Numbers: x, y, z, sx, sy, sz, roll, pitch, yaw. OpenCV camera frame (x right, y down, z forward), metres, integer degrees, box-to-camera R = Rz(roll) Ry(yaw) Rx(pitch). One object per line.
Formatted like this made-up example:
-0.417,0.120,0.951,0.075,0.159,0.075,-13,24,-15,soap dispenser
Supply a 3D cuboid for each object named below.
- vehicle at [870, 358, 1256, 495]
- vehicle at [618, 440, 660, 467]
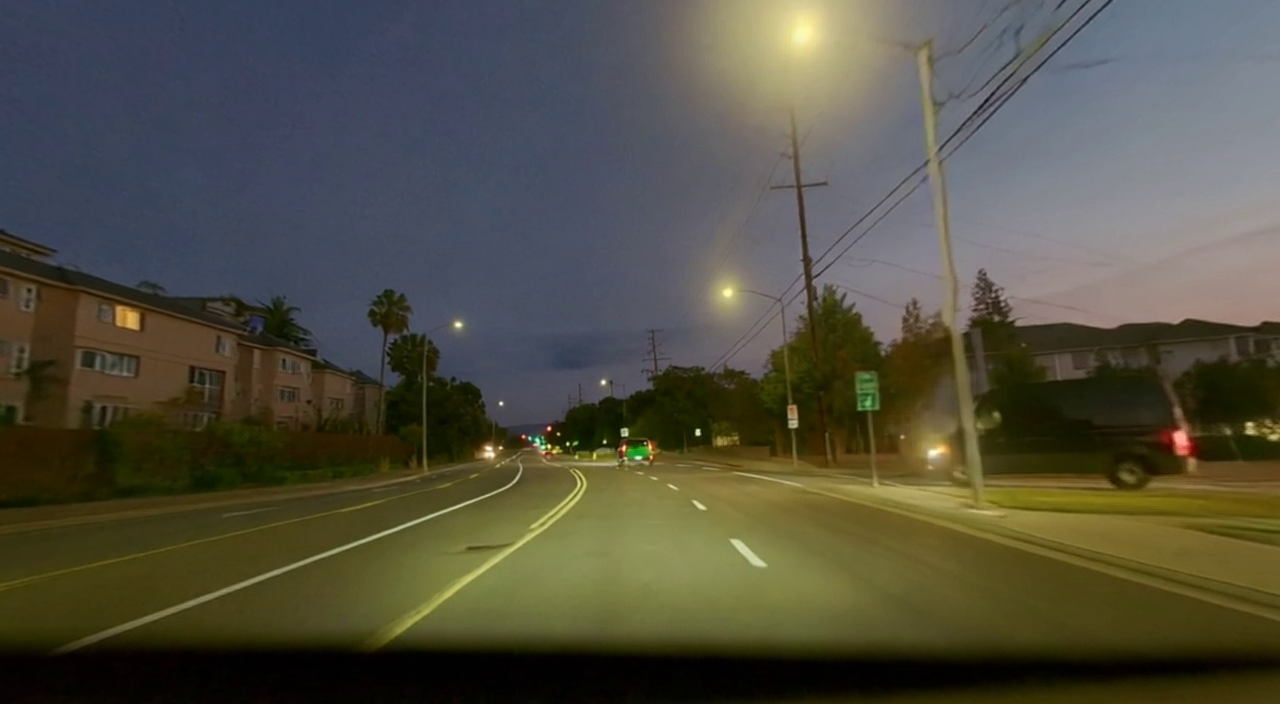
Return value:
10.775,2.148,17.209,7.877,3.013,2.916,-6,-10,31,vehicle
-0.143,6.141,38.429,2.015,1.467,4.117,0,-8,-8,vehicle
